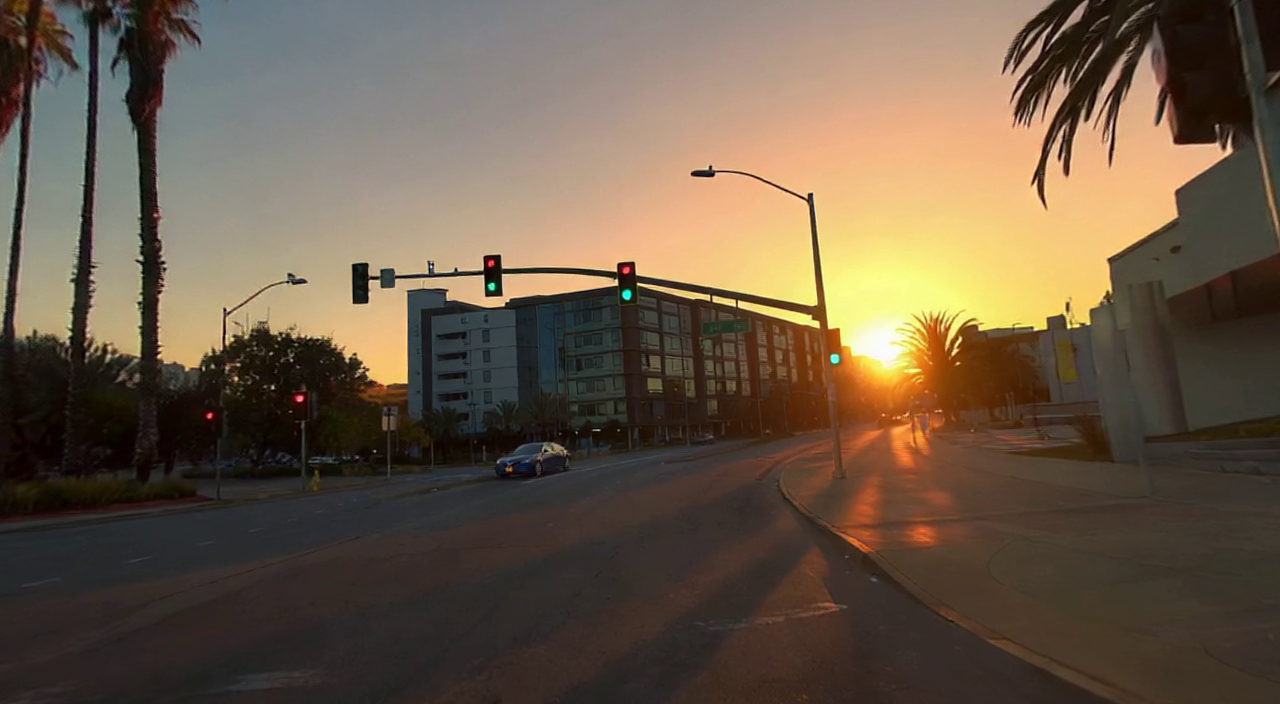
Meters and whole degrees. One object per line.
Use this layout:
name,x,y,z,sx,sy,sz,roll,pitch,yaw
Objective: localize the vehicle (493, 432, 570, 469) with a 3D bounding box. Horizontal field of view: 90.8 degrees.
vehicle,-5.657,5.231,33.660,2.181,1.792,4.648,-3,-9,16
